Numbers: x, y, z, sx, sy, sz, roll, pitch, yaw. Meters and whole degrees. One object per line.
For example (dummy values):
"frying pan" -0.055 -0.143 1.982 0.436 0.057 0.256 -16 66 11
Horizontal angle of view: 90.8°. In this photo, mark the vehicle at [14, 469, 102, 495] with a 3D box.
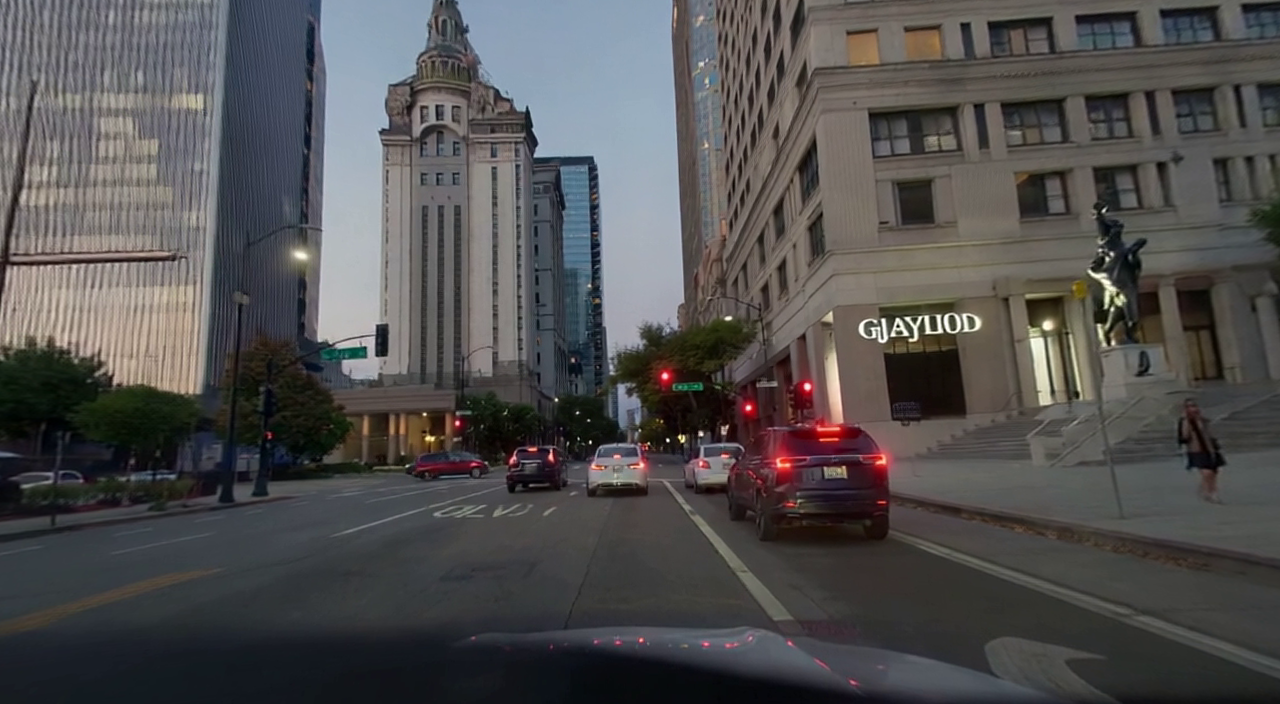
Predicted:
"vehicle" -40.234 8.992 43.739 4.224 1.622 1.808 0 -9 -1

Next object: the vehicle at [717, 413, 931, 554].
"vehicle" 2.620 2.022 10.354 2.096 1.775 4.440 0 -9 -1

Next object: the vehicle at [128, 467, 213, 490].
"vehicle" -32.436 8.729 43.705 4.392 1.427 1.764 0 -9 0

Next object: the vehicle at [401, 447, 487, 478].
"vehicle" -11.947 6.747 38.664 4.855 1.769 2.071 3 -9 -18

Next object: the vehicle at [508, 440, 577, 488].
"vehicle" -3.608 4.243 24.206 2.045 1.633 4.864 0 -9 -2

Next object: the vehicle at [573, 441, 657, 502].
"vehicle" -0.646 3.282 17.785 2.096 1.492 4.071 0 -9 -1
